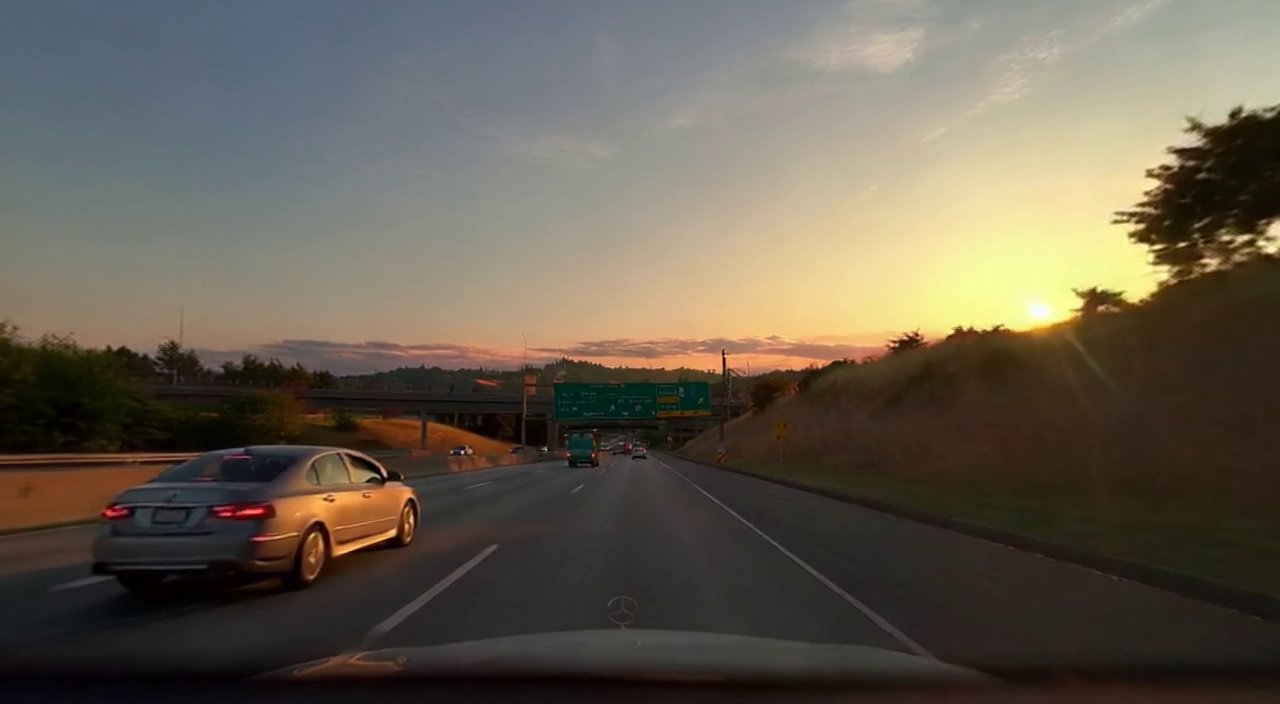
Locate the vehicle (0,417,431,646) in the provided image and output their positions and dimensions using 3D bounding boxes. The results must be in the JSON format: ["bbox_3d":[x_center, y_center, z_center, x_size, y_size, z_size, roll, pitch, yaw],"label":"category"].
[{"bbox_3d":[-3.643,1.446,6.029,1.924,1.436,3.915,0,-9,0],"label":"vehicle"}]

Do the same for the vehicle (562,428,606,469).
[{"bbox_3d":[-3.546,6.229,40.850,2.290,2.453,5.561,0,-9,1],"label":"vehicle"}]
